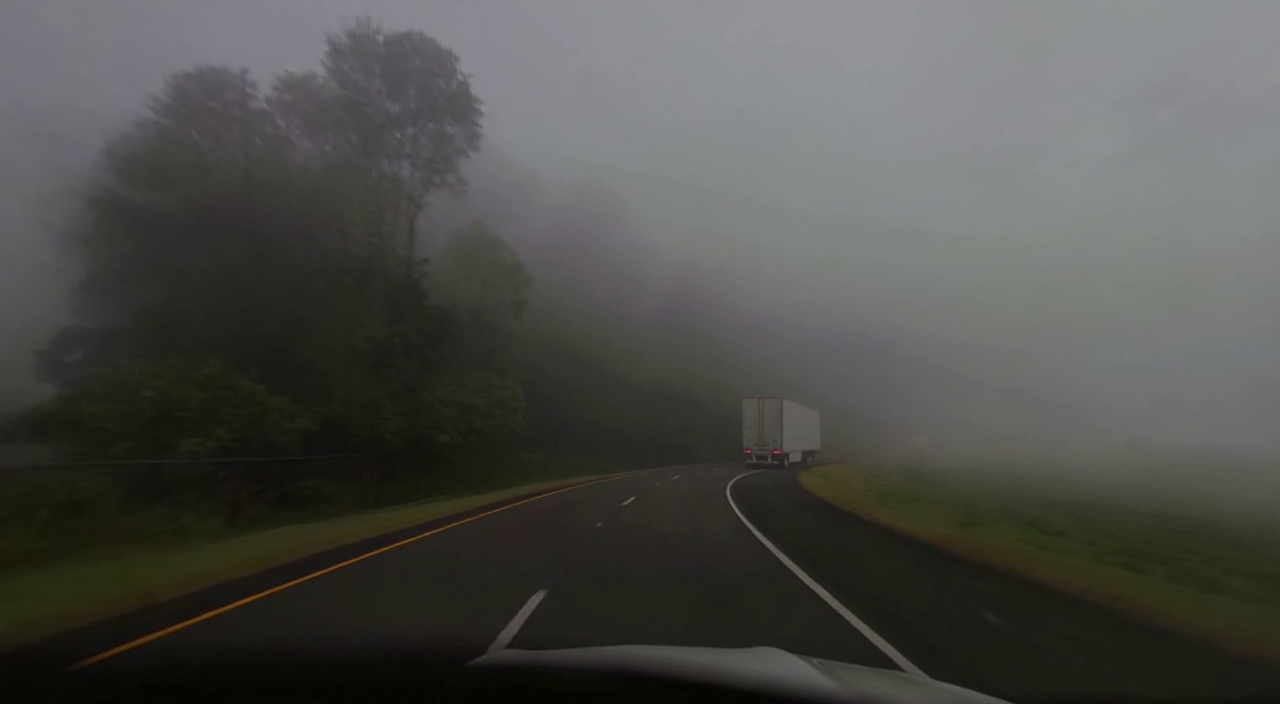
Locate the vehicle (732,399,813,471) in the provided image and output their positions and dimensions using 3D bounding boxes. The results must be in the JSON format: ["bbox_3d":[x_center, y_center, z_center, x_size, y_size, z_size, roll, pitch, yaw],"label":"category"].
[{"bbox_3d":[9.547,5.884,43.716,3.087,4.178,13.682,-4,-9,21],"label":"vehicle"}]
